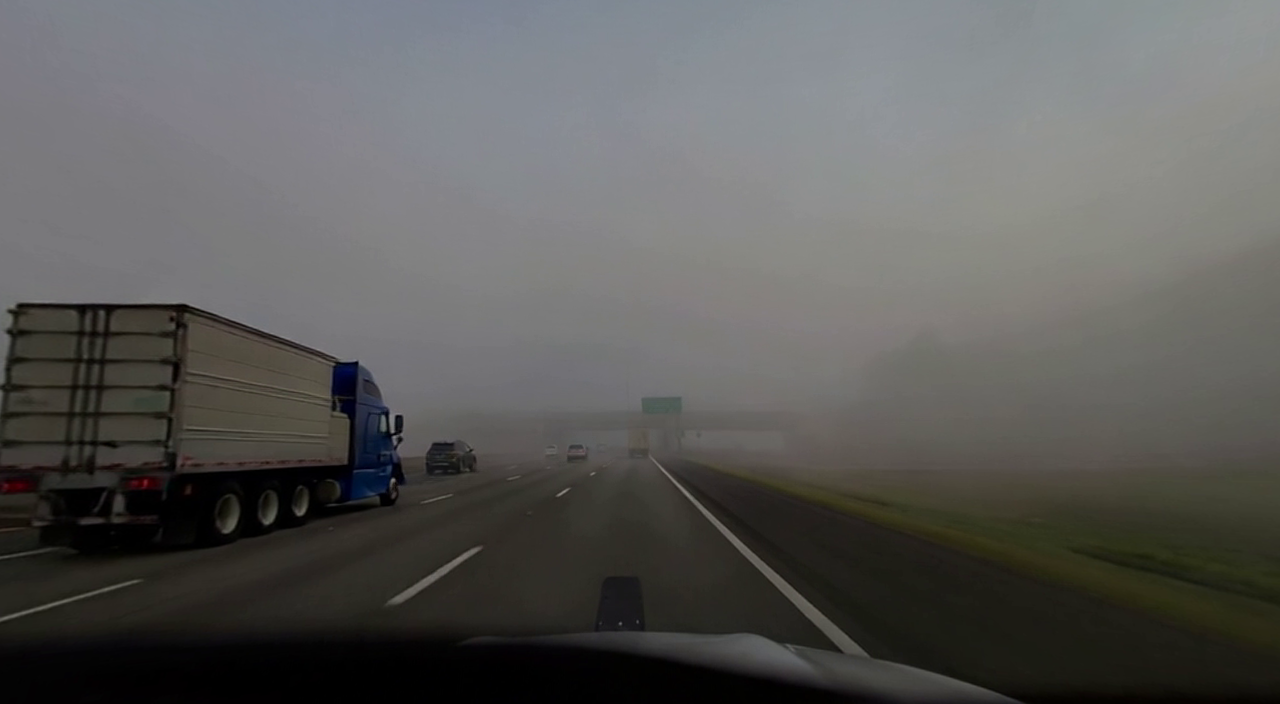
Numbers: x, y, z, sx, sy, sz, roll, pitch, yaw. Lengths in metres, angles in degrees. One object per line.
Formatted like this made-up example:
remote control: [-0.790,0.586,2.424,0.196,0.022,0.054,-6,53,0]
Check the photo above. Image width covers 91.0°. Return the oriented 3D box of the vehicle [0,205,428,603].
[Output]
vehicle: [-7.216,1.186,11.218,3.303,3.868,10.298,0,-9,0]

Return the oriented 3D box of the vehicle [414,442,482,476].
vehicle: [-10.806,6.065,35.906,2.146,1.764,5.510,0,-9,0]

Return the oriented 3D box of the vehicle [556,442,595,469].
vehicle: [-4.212,6.842,41.672,2.094,1.695,4.260,0,-9,0]

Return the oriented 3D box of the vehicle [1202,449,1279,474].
vehicle: [43.290,7.776,44.928,4.134,1.691,2.097,-3,-9,17]
